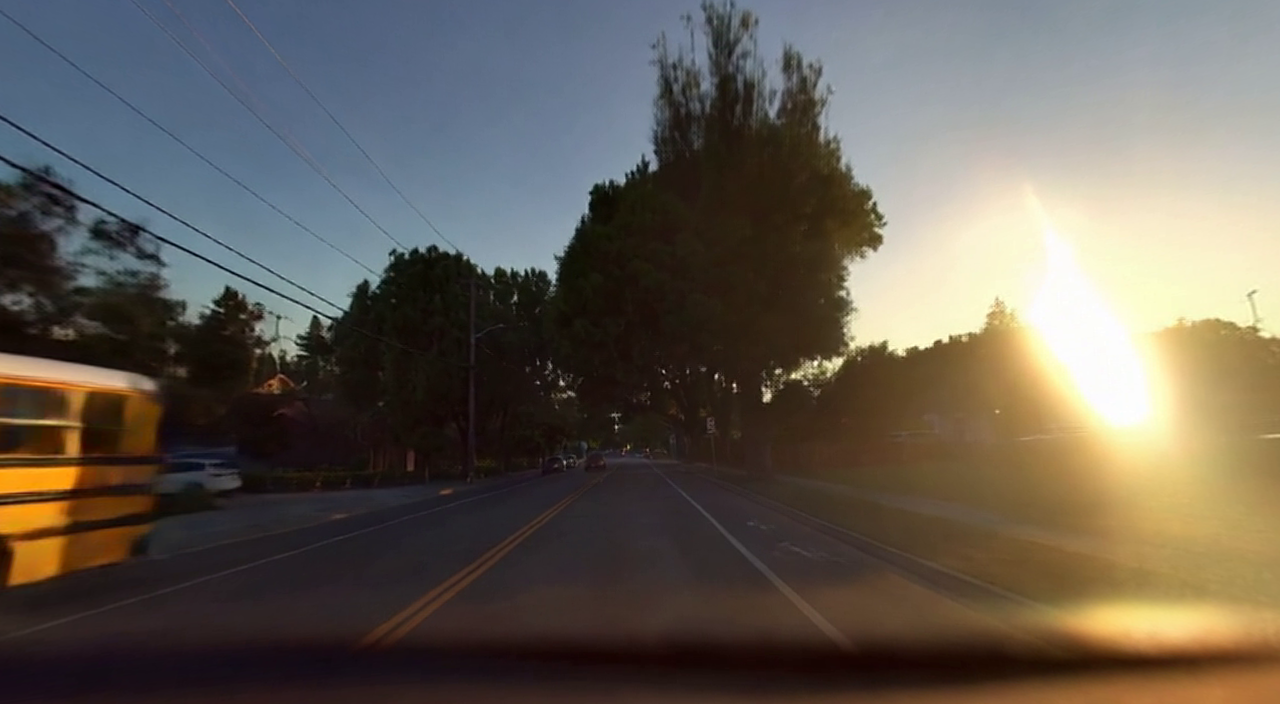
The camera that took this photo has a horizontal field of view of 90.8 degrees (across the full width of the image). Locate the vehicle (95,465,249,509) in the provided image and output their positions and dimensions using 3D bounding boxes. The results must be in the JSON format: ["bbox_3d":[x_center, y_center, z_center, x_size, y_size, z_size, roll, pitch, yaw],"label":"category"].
[{"bbox_3d":[-16.919,4.868,22.955,4.234,1.436,1.935,-2,-9,8],"label":"vehicle"}]

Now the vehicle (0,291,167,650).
[{"bbox_3d":[-6.662,0.652,3.190,2.835,2.876,7.091,0,-9,1],"label":"vehicle"}]
